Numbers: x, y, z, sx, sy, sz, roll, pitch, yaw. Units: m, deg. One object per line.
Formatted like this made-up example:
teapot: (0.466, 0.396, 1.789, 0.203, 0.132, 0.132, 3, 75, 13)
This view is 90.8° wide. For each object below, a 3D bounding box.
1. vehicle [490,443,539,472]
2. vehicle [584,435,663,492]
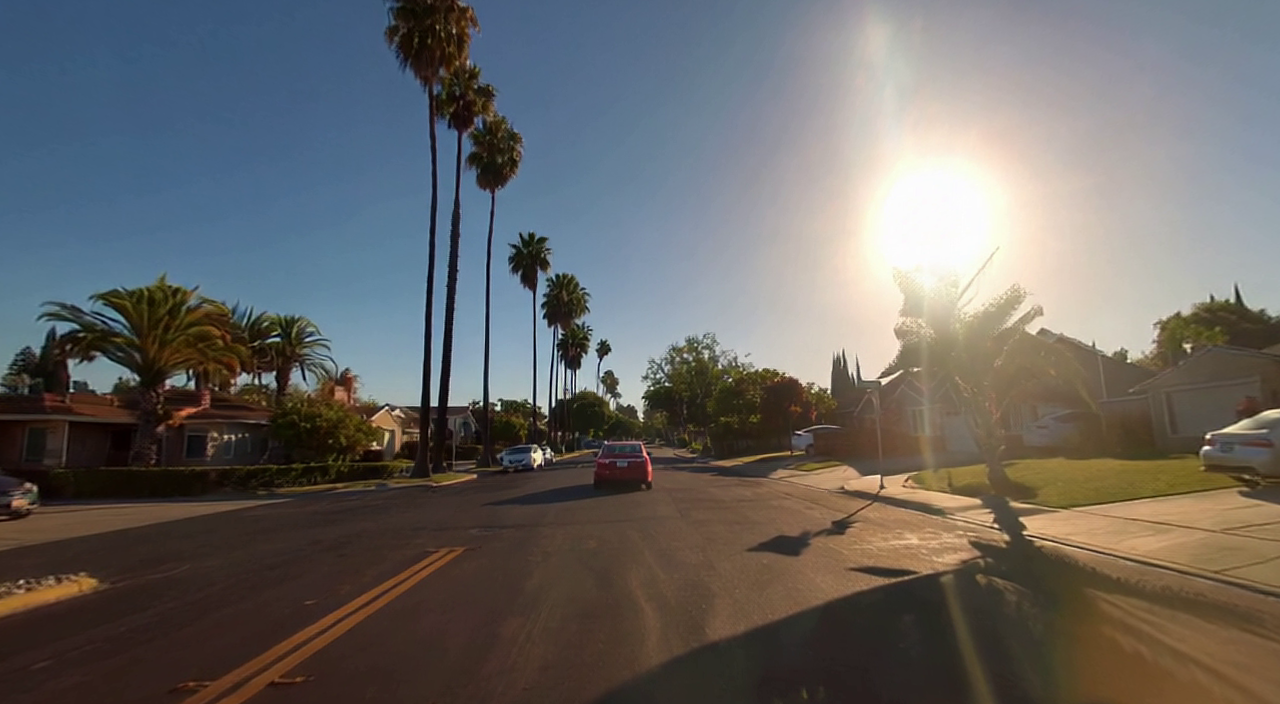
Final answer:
vehicle: (-7.905, 6.684, 40.263, 2.069, 1.441, 4.368, -3, -7, 2)
vehicle: (-0.473, 3.279, 18.912, 2.098, 1.483, 4.099, 0, -9, -1)
